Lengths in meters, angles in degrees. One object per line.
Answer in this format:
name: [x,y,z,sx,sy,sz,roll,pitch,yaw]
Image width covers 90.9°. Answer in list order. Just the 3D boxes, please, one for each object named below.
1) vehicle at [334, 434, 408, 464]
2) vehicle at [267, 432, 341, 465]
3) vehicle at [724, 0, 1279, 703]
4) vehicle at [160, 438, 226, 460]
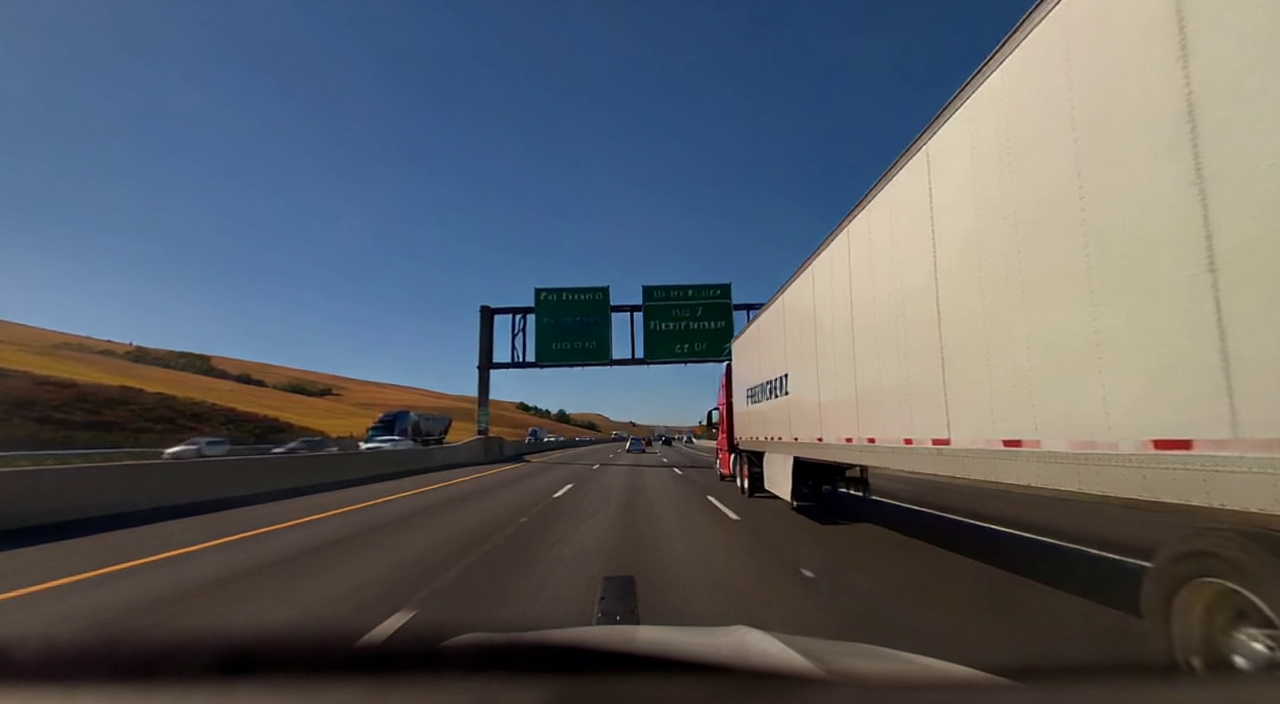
vehicle: [-14.478,5.215,34.224,1.887,1.500,4.933,0,-8,0]
vehicle: [-18.416,5.281,34.773,1.830,1.722,4.048,0,-8,0]
vehicle: [3.637,0.266,7.482,2.976,4.077,14.571,0,-8,-1]
vehicle: [-31.223,6.763,44.148,1.675,1.397,3.817,0,-8,3]
